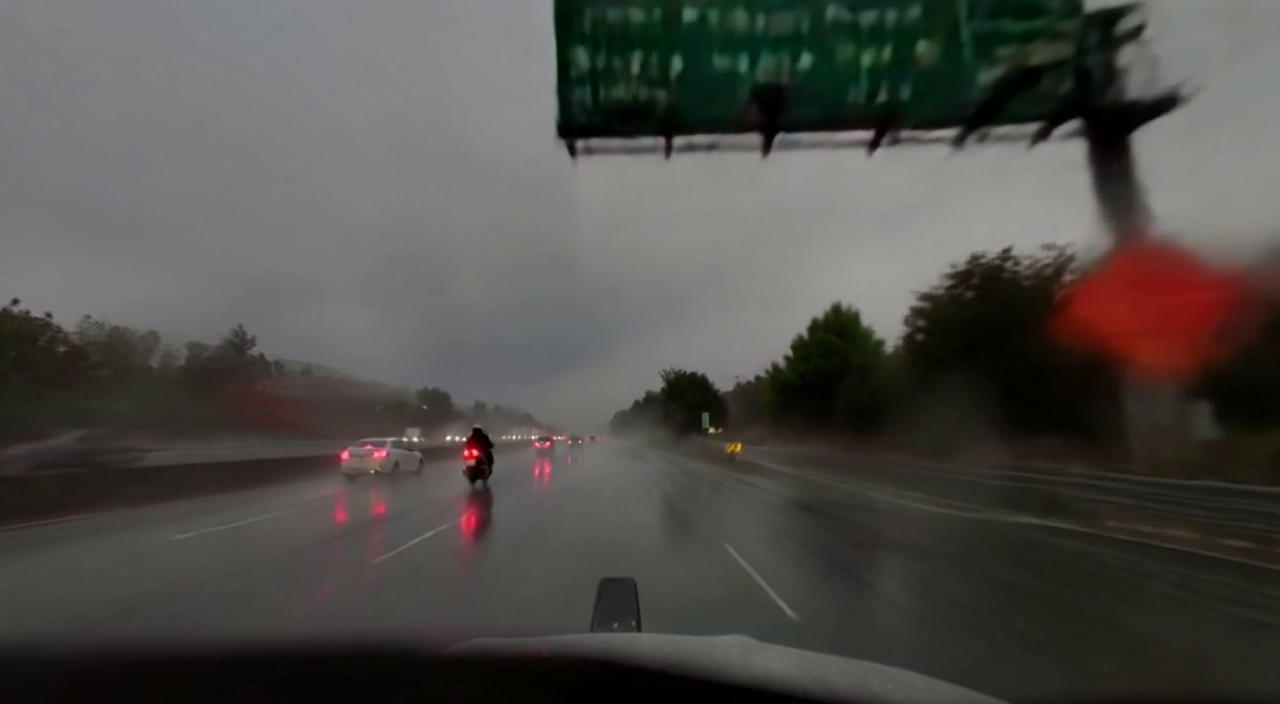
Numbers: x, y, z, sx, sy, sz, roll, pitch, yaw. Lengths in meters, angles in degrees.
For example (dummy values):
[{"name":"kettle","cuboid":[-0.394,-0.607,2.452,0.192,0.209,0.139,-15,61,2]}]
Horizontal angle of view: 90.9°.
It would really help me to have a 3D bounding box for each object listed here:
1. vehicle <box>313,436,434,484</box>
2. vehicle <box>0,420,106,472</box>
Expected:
[{"name":"vehicle","cuboid":[-8.621,3.507,20.915,2.053,1.409,4.704,0,-8,-1]},{"name":"vehicle","cuboid":[-21.093,3.214,21.666,1.831,1.610,4.067,0,-8,-1]}]
